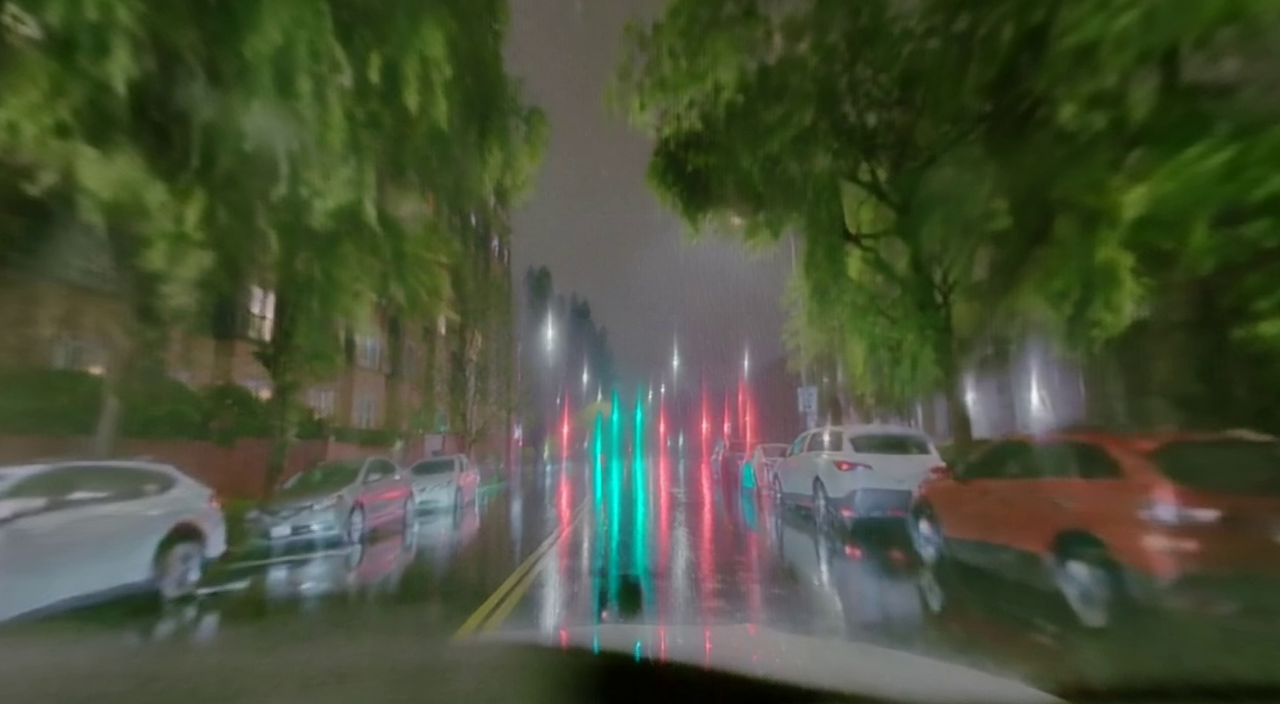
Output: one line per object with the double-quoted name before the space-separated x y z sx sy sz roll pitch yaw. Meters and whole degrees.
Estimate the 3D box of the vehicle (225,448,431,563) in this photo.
"vehicle" -5.871 2.848 12.542 1.929 1.681 4.216 -5 -9 0

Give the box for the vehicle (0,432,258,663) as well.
"vehicle" -5.964 1.744 5.699 2.077 1.756 4.665 -7 -9 1

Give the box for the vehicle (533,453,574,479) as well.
"vehicle" -5.793 7.651 42.676 1.947 1.473 4.397 -5 -9 1

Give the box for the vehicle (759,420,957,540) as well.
"vehicle" 3.925 2.405 12.635 2.093 1.857 5.414 0 -9 1

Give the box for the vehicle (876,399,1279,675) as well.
"vehicle" 4.009 1.447 6.060 1.782 1.669 4.226 0 -9 -1
